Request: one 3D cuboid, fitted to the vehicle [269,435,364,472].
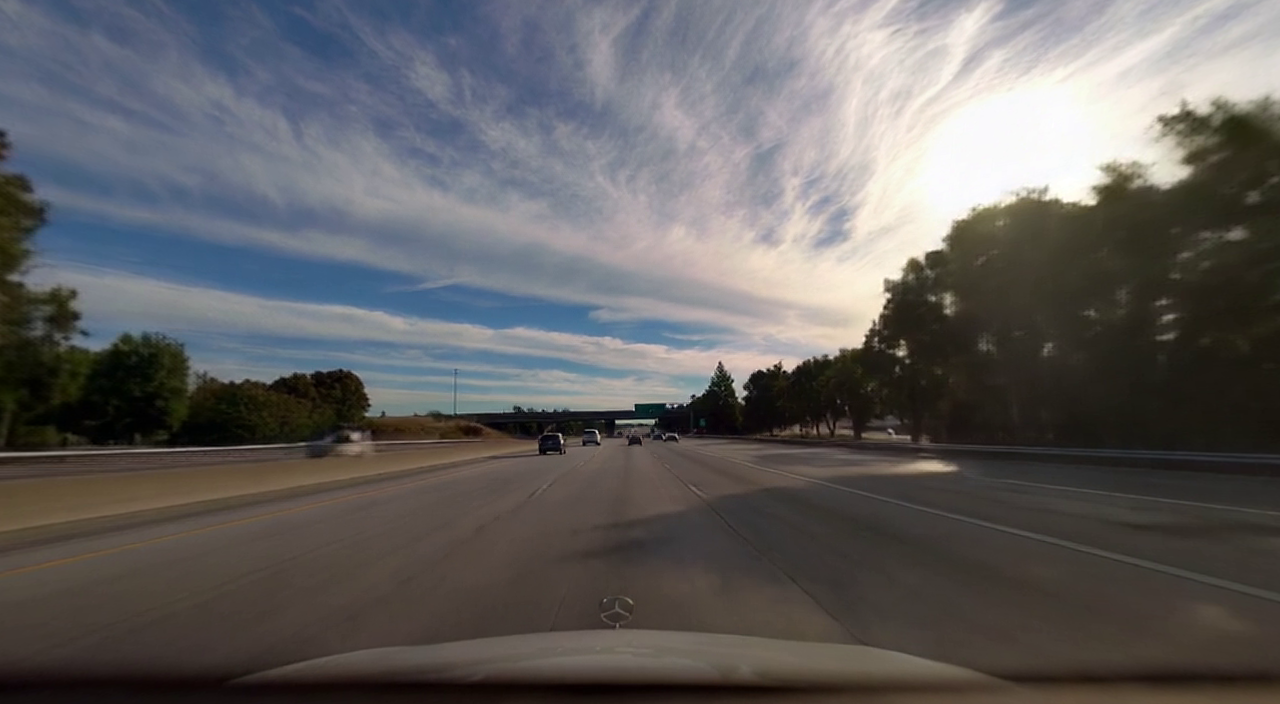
[{"bbox_3d":[-13.677,4.282,26.963,1.784,1.443,4.402,0,-8,0],"label":"vehicle"}]

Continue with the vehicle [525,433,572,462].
[{"bbox_3d":[-4.887,5.138,34.173,1.933,1.473,4.023,0,-8,-1],"label":"vehicle"}]
